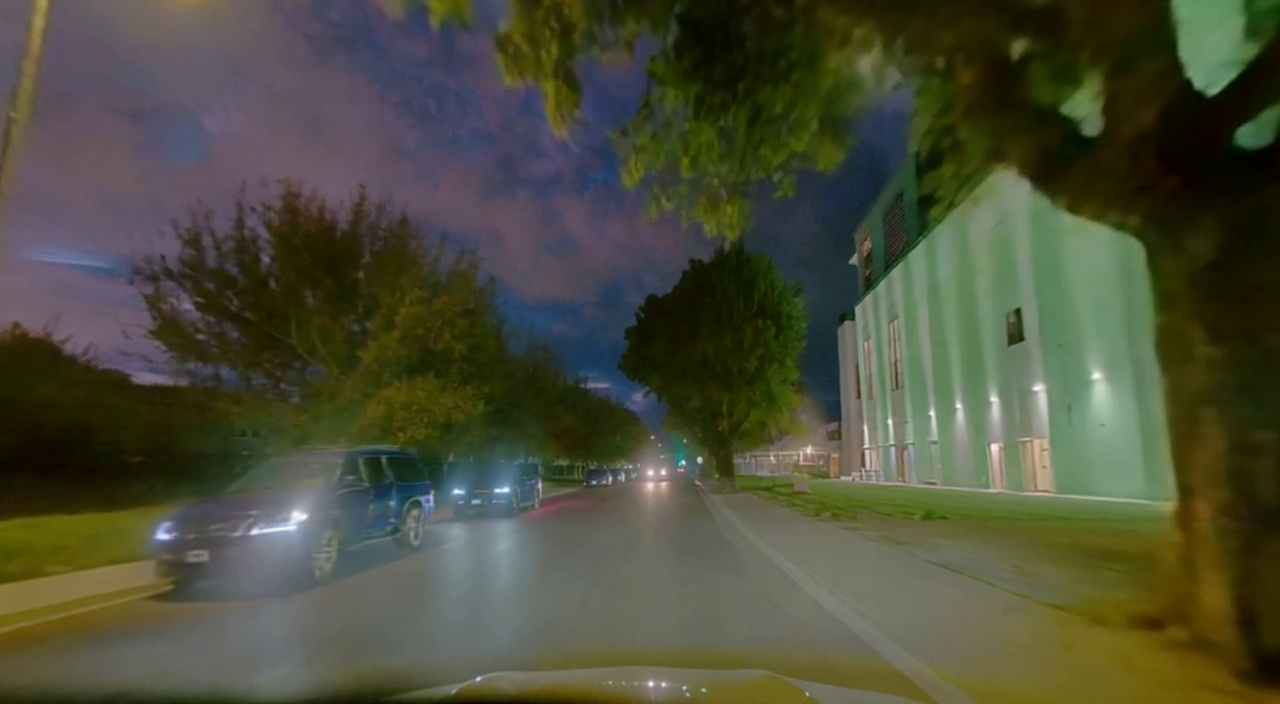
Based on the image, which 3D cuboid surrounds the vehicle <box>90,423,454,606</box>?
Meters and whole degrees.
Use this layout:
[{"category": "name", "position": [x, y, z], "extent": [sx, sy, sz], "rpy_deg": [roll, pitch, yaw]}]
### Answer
[{"category": "vehicle", "position": [-4.375, 2.028, 8.670], "extent": [2.022, 1.776, 4.625], "rpy_deg": [-2, -10, 3]}]

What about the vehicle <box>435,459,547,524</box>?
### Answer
[{"category": "vehicle", "position": [-4.009, 3.835, 17.762], "extent": [1.903, 1.542, 4.115], "rpy_deg": [-2, -10, 4]}]

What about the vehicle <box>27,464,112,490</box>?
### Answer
[{"category": "vehicle", "position": [-32.313, 7.078, 35.788], "extent": [1.590, 1.392, 3.279], "rpy_deg": [0, -11, 1]}]

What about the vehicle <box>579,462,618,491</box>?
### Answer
[{"category": "vehicle", "position": [-2.522, 7.656, 38.941], "extent": [2.011, 1.596, 3.760], "rpy_deg": [-1, -10, 2]}]
